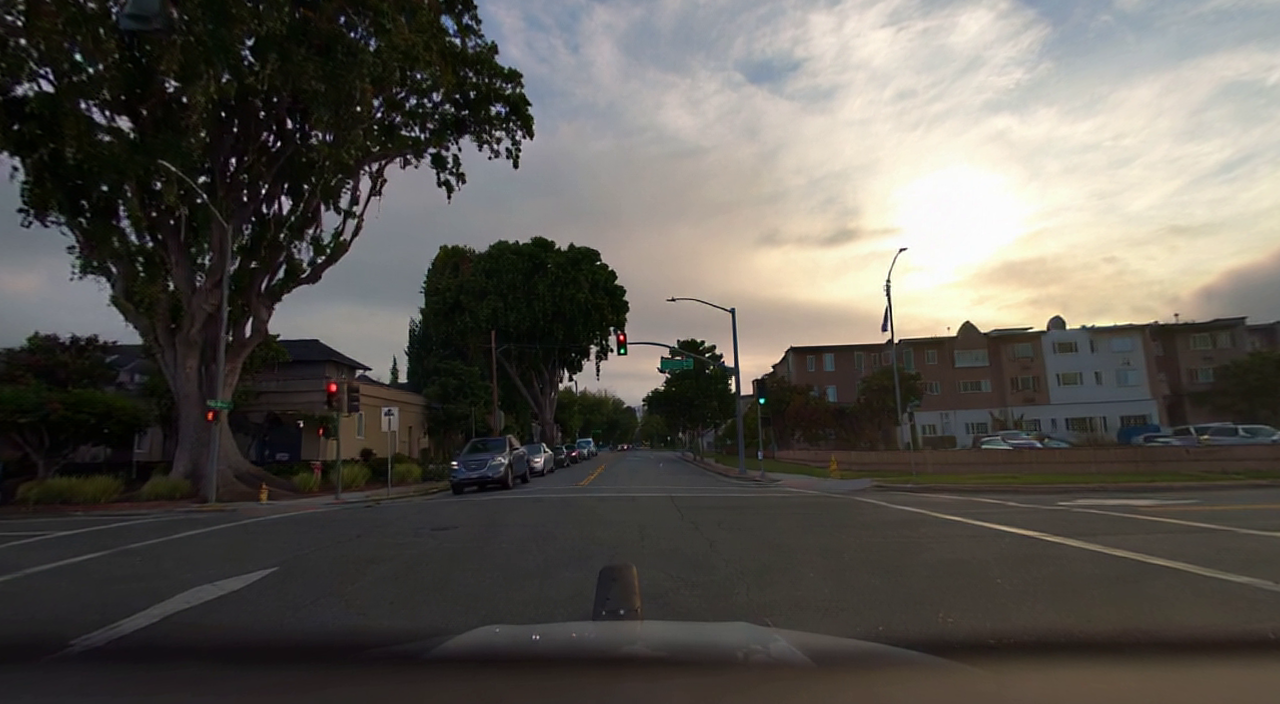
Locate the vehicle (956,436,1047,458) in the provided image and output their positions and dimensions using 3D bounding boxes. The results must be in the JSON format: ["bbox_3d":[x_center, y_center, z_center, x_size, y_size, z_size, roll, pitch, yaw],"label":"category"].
[{"bbox_3d":[25.012,6.591,43.825,5.172,1.515,1.851,0,-9,-2],"label":"vehicle"}]

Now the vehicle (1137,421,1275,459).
[{"bbox_3d":[33.257,5.191,37.224,5.969,2.149,2.331,0,-9,-3],"label":"vehicle"}]

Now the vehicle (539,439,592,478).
[{"bbox_3d":[-3.669,5.319,31.862,2.120,1.783,4.788,0,-9,-1],"label":"vehicle"}]

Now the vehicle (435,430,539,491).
[{"bbox_3d":[-6.526,4.769,28.264,2.896,2.339,7.322,0,-9,-1],"label":"vehicle"}]
